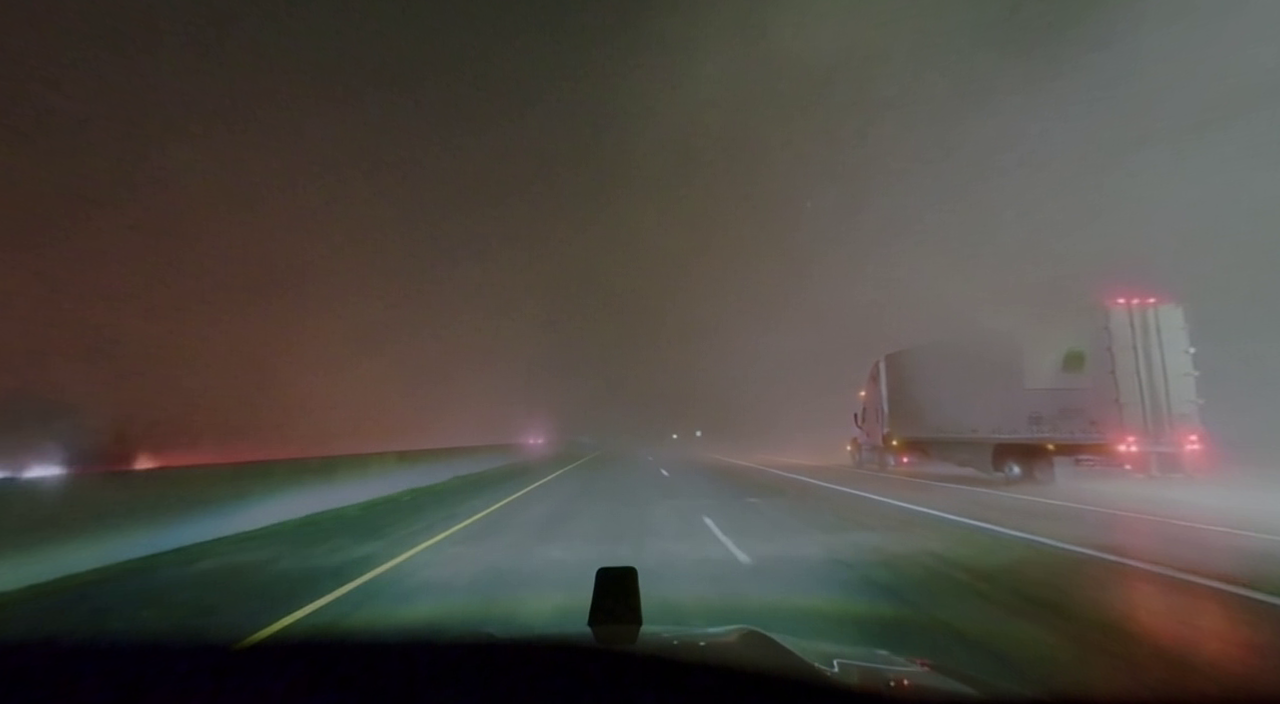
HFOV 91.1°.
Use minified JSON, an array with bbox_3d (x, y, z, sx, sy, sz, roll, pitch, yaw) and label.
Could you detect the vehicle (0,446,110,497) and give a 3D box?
[{"bbox_3d":[-20.843,4.024,21.489,1.829,1.515,4.130,0,-8,0],"label":"vehicle"}]
